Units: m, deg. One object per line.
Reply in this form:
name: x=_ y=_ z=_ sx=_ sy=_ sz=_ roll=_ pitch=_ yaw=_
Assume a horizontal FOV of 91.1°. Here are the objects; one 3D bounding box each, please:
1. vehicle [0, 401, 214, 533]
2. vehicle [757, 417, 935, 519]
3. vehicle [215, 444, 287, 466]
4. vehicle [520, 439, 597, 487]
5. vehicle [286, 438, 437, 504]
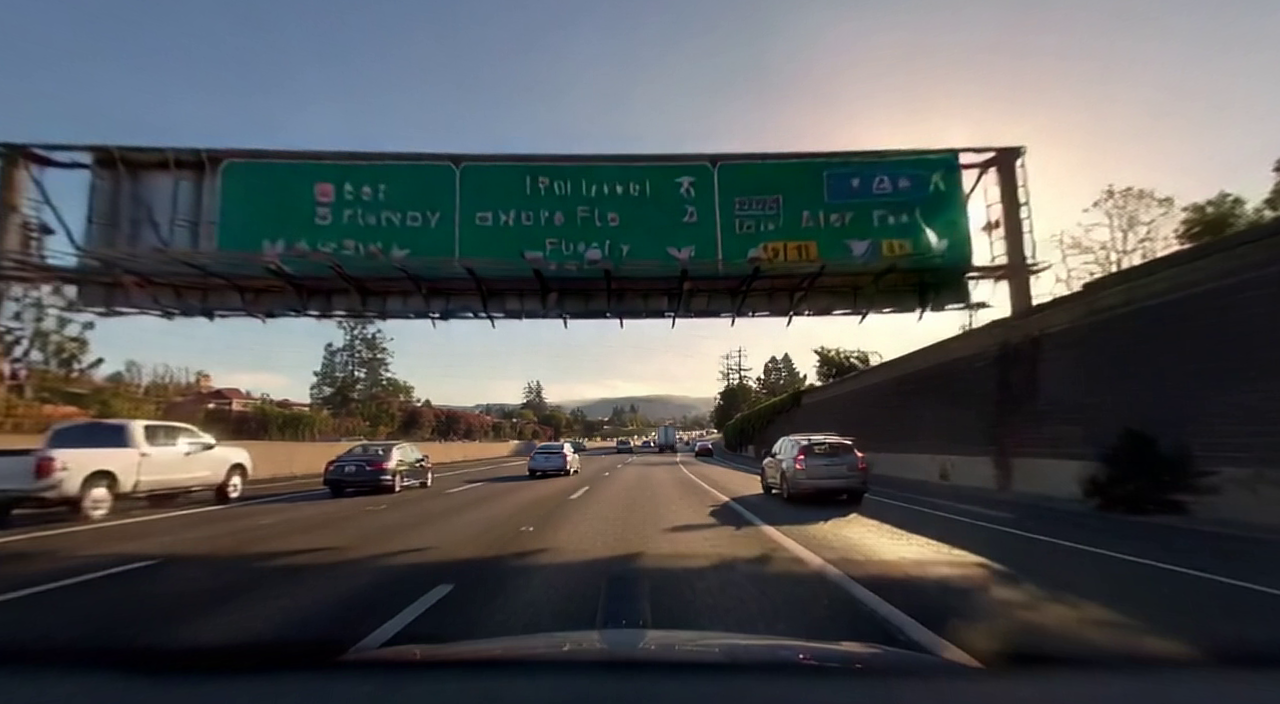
vehicle: x=-10.783 y=2.096 z=11.859 sx=2.131 sy=2.006 sz=4.550 roll=0 pitch=-8 yaw=1
vehicle: x=3.926 y=2.321 z=13.026 sx=2.108 sy=1.709 sz=4.703 roll=0 pitch=-8 yaw=0
vehicle: x=-26.972 y=7.139 z=43.719 sx=1.837 sy=1.464 sz=4.699 roll=-1 pitch=-8 yaw=3
vehicle: x=-2.698 y=3.779 z=21.713 sx=1.947 sy=1.479 sz=4.114 roll=0 pitch=-8 yaw=2
vehicle: x=-6.952 y=2.989 z=16.235 sx=1.909 sy=1.482 sz=4.140 roll=0 pitch=-8 yaw=1
